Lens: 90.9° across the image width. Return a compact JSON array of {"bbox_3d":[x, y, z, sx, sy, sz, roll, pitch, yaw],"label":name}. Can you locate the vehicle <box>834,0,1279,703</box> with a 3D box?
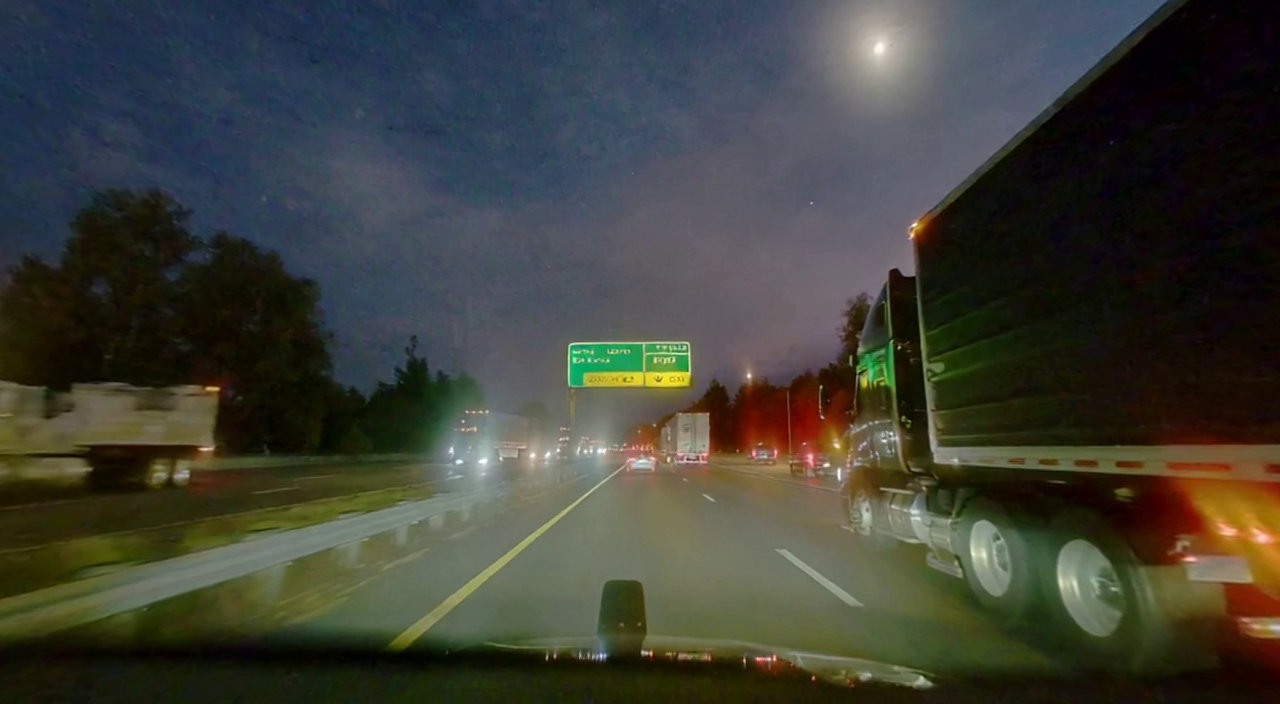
[{"bbox_3d":[3.511,0.296,2.943,2.975,2.936,6.573,0,-9,-1],"label":"vehicle"}]

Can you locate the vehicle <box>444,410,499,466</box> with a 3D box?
[{"bbox_3d":[-12.266,6.332,46.145,3.045,3.890,2.977,0,-9,0],"label":"vehicle"}]

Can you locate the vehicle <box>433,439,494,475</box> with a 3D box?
[{"bbox_3d":[-7.902,4.747,28.558,1.740,1.474,3.855,0,-9,-1],"label":"vehicle"}]

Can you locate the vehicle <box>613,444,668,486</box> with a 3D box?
[{"bbox_3d":[-0.006,4.658,26.332,2.111,1.599,3.859,0,-9,-1],"label":"vehicle"}]

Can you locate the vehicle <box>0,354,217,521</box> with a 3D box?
[{"bbox_3d":[-11.716,1.660,11.925,2.523,2.698,6.861,0,-9,1],"label":"vehicle"}]
